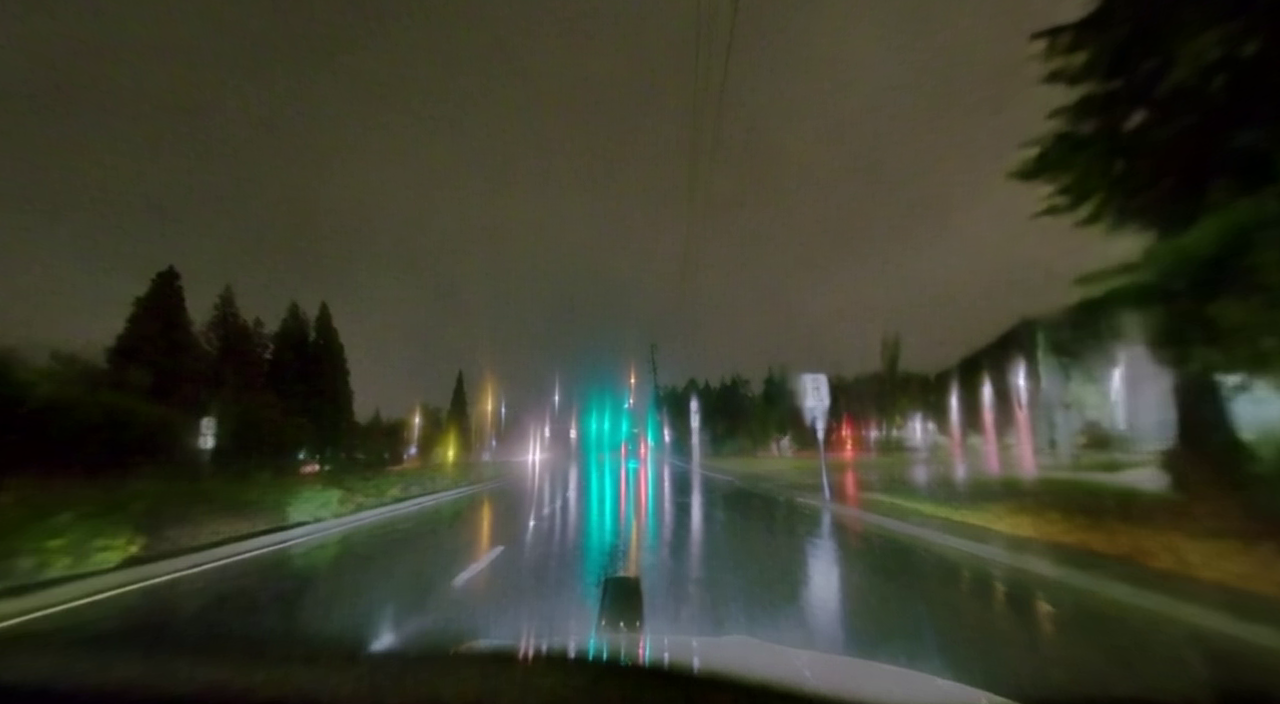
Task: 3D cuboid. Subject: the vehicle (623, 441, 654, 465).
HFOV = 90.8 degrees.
[{"bbox_3d":[-0.102,7.009,43.997,2.045,1.613,4.210,0,-8,0],"label":"vehicle"}]
